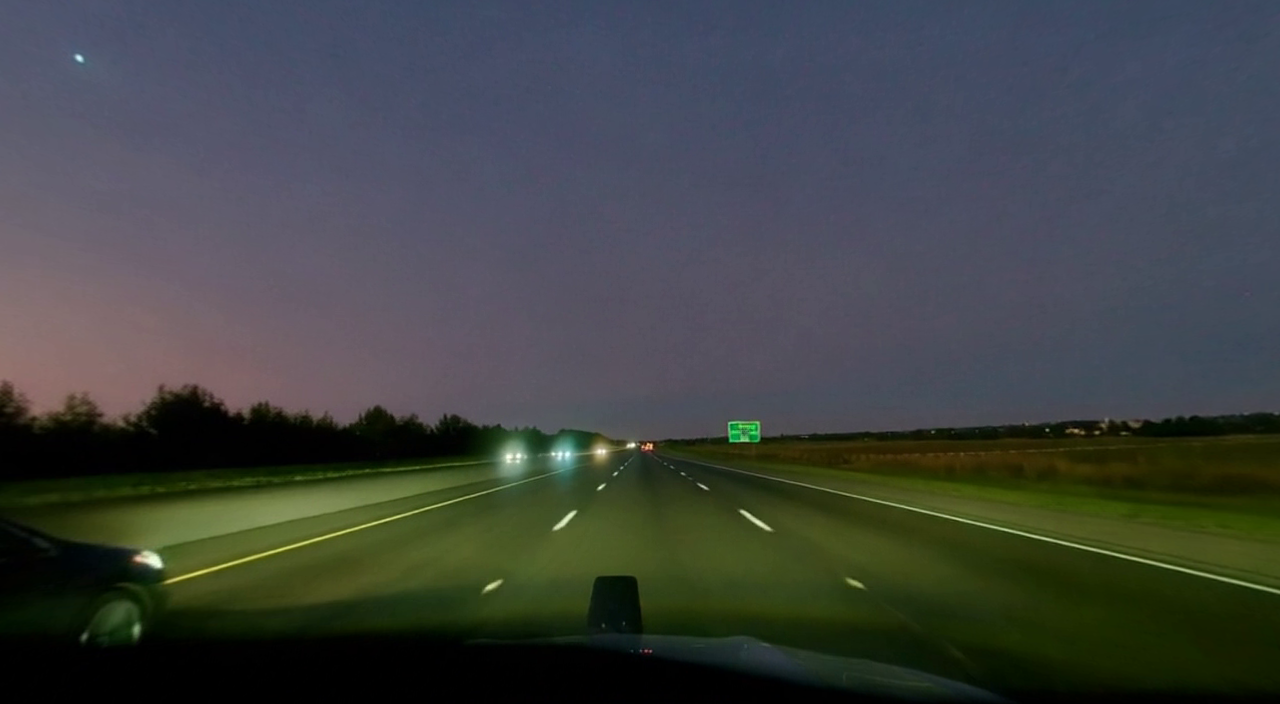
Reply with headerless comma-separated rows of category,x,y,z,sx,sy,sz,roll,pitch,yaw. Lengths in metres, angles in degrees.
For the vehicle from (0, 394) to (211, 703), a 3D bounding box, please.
vehicle,-3.442,0.787,1.622,1.815,1.500,4.036,0,-9,0
